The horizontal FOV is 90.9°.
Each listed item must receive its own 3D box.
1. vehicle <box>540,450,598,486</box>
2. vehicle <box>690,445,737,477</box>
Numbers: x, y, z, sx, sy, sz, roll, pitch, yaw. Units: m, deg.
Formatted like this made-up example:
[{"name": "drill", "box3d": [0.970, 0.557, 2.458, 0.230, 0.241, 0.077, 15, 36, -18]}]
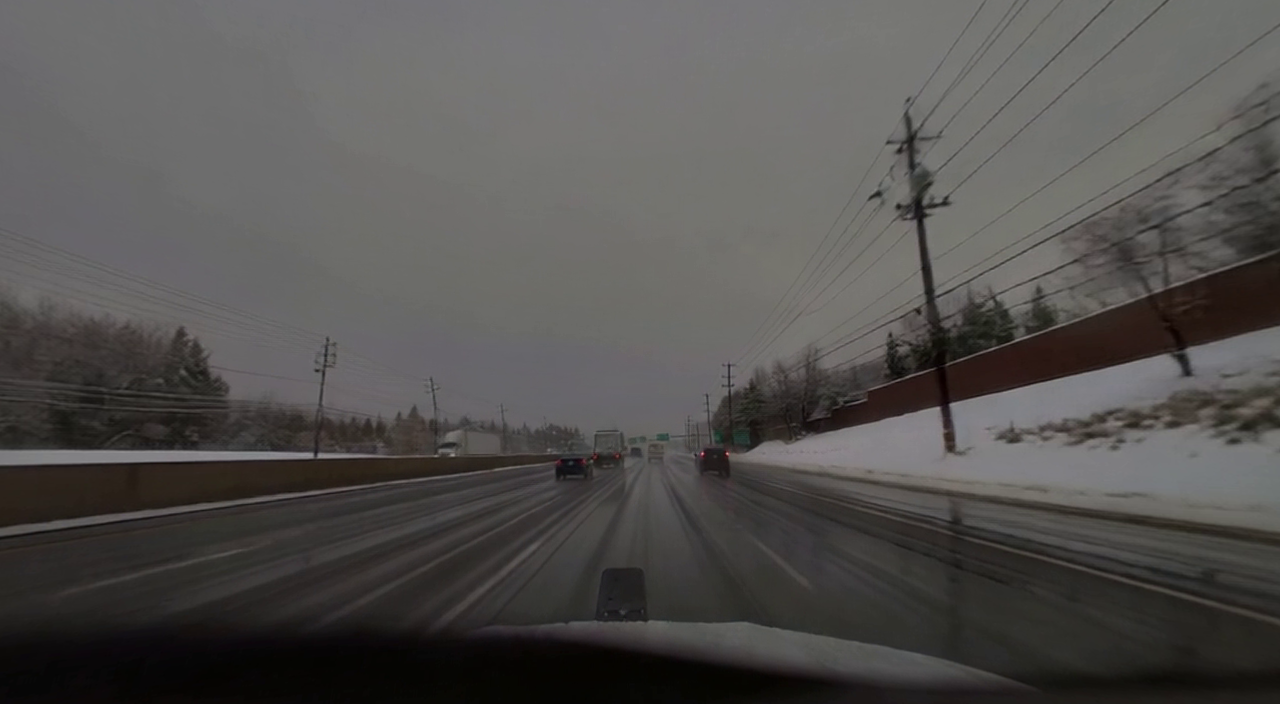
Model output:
[{"name": "vehicle", "box3d": [-3.088, 5.117, 28.135, 2.004, 1.498, 4.043, 0, -9, 2]}, {"name": "vehicle", "box3d": [4.351, 6.548, 38.104, 2.214, 1.799, 4.627, 0, -9, -1]}]
